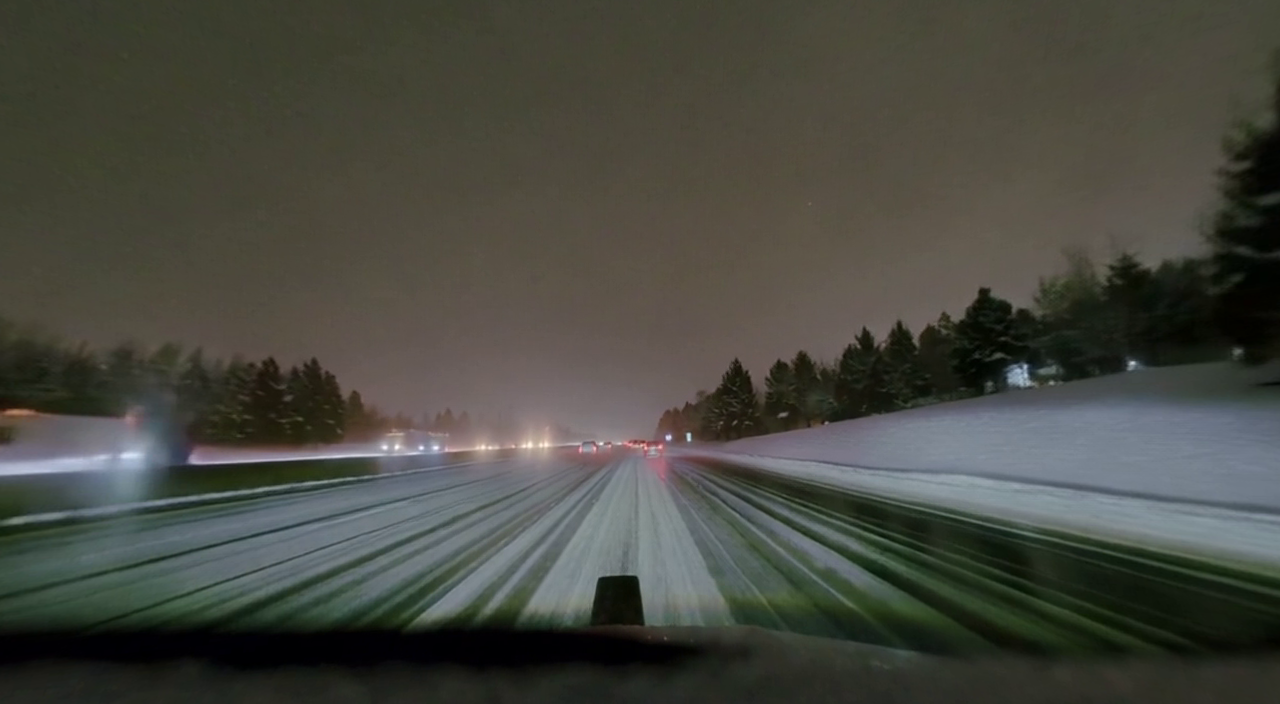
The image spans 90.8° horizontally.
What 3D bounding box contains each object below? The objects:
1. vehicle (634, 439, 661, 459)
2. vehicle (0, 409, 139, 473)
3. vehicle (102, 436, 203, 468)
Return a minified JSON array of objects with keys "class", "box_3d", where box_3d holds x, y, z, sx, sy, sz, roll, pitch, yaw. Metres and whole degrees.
[{"class":"vehicle","box_3d":[0.567,7.604,49.526,2.021,1.528,4.154,0,-8,-1]},{"class":"vehicle","box_3d":[-35.408,5.268,37.046,2.917,3.381,11.266,-1,-8,-1]},{"class":"vehicle","box_3d":[-27.738,5.702,36.159,1.935,1.681,4.774,0,-8,0]}]
